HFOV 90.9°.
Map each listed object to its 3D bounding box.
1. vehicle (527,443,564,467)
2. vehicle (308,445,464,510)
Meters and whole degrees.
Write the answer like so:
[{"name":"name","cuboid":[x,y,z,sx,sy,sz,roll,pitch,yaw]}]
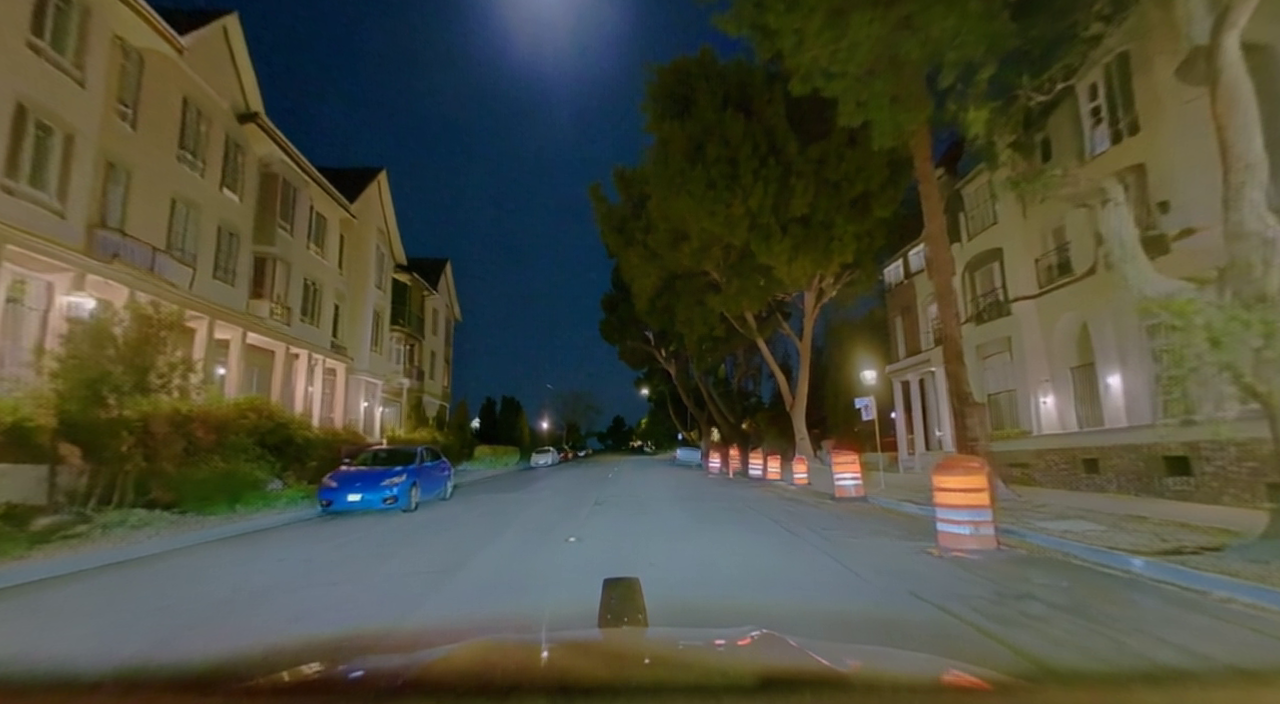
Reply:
[{"name":"vehicle","cuboid":[-6.562,7.184,44.119,1.957,1.608,4.476,0,-9,-1]},{"name":"vehicle","cuboid":[-6.476,3.232,16.775,2.137,1.481,4.503,0,-9,2]}]
